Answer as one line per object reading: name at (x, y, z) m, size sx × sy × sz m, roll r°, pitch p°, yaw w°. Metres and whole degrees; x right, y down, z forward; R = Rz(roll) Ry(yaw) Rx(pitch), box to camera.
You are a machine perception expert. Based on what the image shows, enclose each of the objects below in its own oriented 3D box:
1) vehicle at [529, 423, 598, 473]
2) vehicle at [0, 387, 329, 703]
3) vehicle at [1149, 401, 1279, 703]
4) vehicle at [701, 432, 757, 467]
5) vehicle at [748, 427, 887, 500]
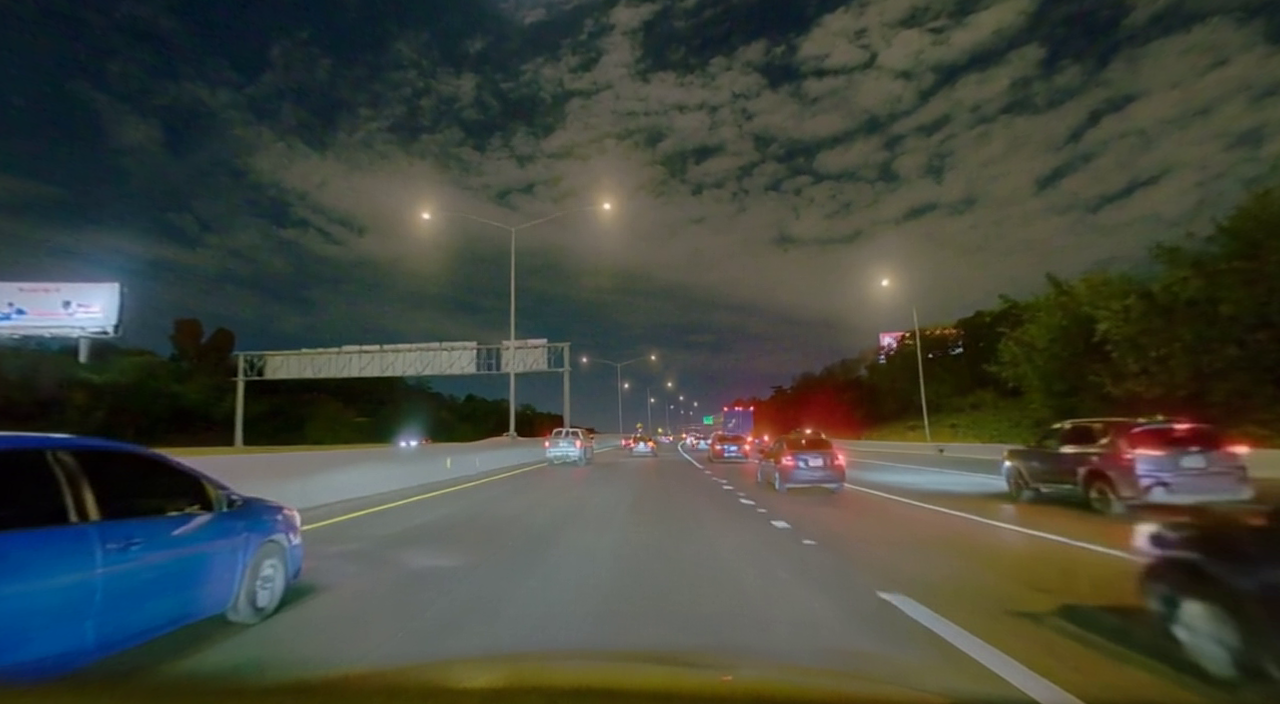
vehicle at (-2.854, 3.691, 24.456) m, size 2.006 × 1.741 × 4.277 m, roll 0°, pitch -8°, yaw 2°
vehicle at (-3.624, 0.954, 3.072) m, size 1.914 × 1.476 × 4.416 m, roll 0°, pitch -8°, yaw 1°
vehicle at (3.984, 0.748, 1.302) m, size 2.088 × 1.491 × 4.549 m, roll 0°, pitch -8°, yaw 1°
vehicle at (3.952, 4.418, 28.694) m, size 1.933 × 1.492 × 4.125 m, roll 0°, pitch -8°, yaw 0°
vehicle at (4.064, 2.644, 15.420) m, size 1.999 × 1.482 × 4.743 m, roll 0°, pitch -8°, yaw 0°
